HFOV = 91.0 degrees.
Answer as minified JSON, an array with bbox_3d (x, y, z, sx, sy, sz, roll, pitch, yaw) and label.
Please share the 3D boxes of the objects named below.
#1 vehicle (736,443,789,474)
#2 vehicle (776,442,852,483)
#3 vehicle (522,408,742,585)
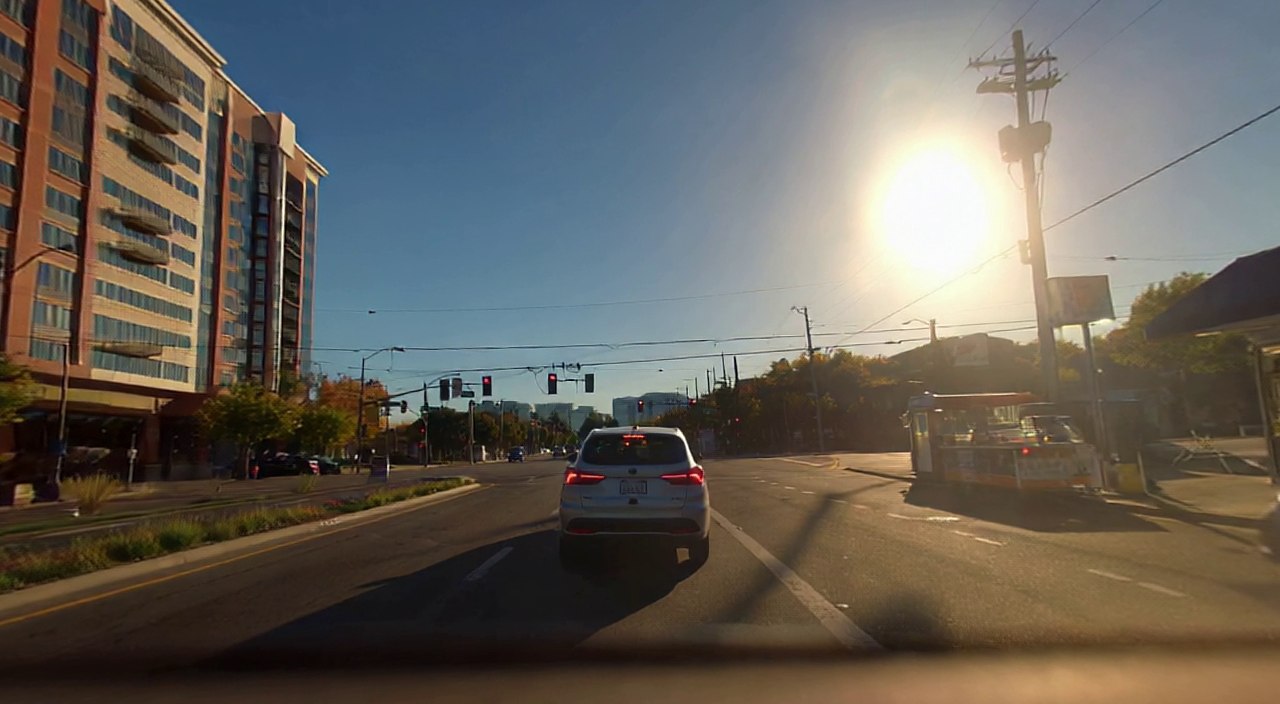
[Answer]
[{"bbox_3d":[6.259,5.457,32.638,1.961,1.477,4.454,0,-9,2],"label":"vehicle"},{"bbox_3d":[6.854,4.380,25.274,1.833,1.452,4.237,0,-9,0],"label":"vehicle"},{"bbox_3d":[-0.062,1.694,8.122,2.115,1.700,3.901,0,-8,1],"label":"vehicle"}]
